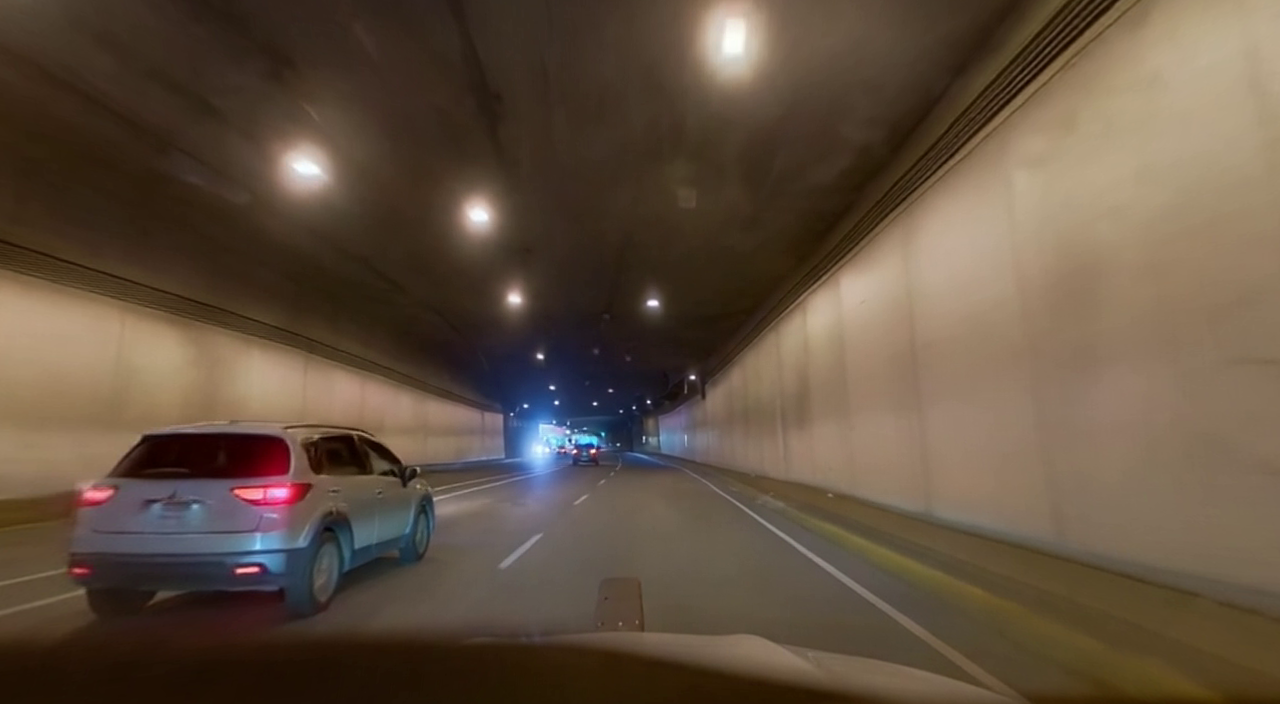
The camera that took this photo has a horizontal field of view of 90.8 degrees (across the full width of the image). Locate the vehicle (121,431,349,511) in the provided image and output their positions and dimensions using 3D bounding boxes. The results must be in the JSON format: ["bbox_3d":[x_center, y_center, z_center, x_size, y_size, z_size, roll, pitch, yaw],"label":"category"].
[{"bbox_3d":[-8.351,2.485,13.687,1.963,1.414,4.567,0,-8,-1],"label":"vehicle"}]

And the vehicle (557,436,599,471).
[{"bbox_3d":[-3.323,5.540,34.613,1.961,1.725,4.315,0,-8,-1],"label":"vehicle"}]
